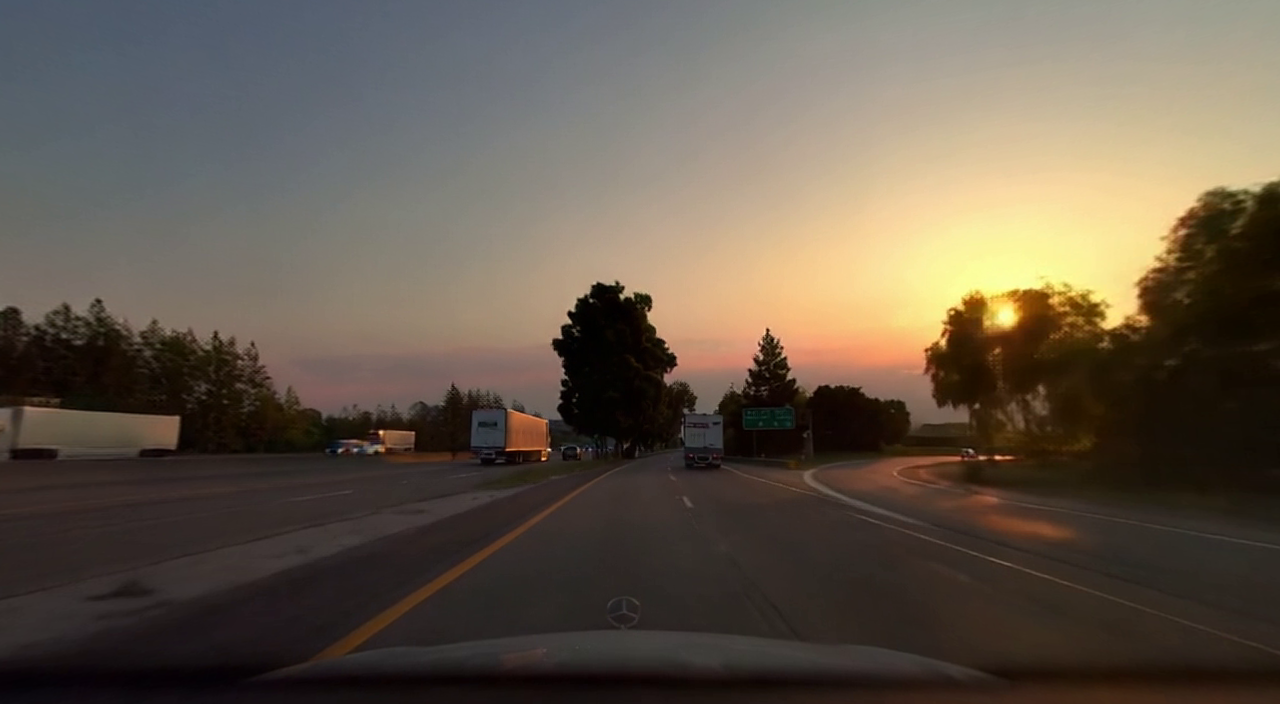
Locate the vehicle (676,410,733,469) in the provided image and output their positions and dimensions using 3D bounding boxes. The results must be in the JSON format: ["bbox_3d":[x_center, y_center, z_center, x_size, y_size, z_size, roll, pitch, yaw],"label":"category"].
[{"bbox_3d":[4.376,6.522,46.296,2.928,3.595,13.975,0,-9,1],"label":"vehicle"}]

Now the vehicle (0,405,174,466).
[{"bbox_3d":[-42.393,6.518,47.909,2.840,3.938,13.955,-1,-9,3],"label":"vehicle"}]
